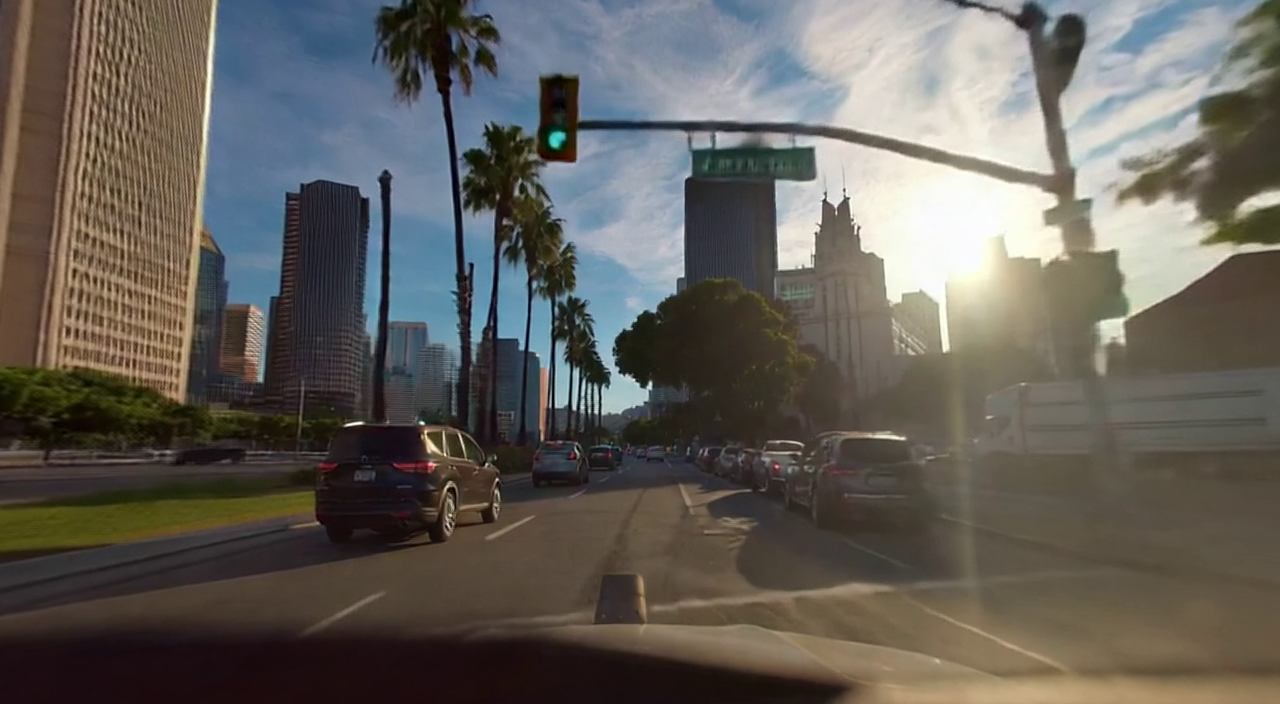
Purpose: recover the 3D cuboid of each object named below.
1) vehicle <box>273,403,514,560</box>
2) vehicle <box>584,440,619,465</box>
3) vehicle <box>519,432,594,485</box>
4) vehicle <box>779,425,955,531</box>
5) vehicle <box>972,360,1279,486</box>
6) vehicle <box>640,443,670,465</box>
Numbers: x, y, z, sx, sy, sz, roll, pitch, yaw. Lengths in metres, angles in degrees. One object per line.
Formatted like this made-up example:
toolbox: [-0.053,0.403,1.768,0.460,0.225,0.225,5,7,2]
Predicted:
vehicle: [-3.280,1.811,9.439,1.800,1.797,4.224,0,-9,1]
vehicle: [-2.592,6.868,43.170,1.955,1.637,4.243,0,-9,2]
vehicle: [-2.947,3.900,23.242,2.014,1.740,4.392,0,-9,2]
vehicle: [4.348,2.477,13.020,1.965,1.735,4.835,0,-9,2]
vehicle: [16.719,2.347,19.883,10.428,3.452,2.869,-7,-11,37]
vehicle: [1.032,7.152,44.261,2.036,1.461,3.890,0,-9,0]
